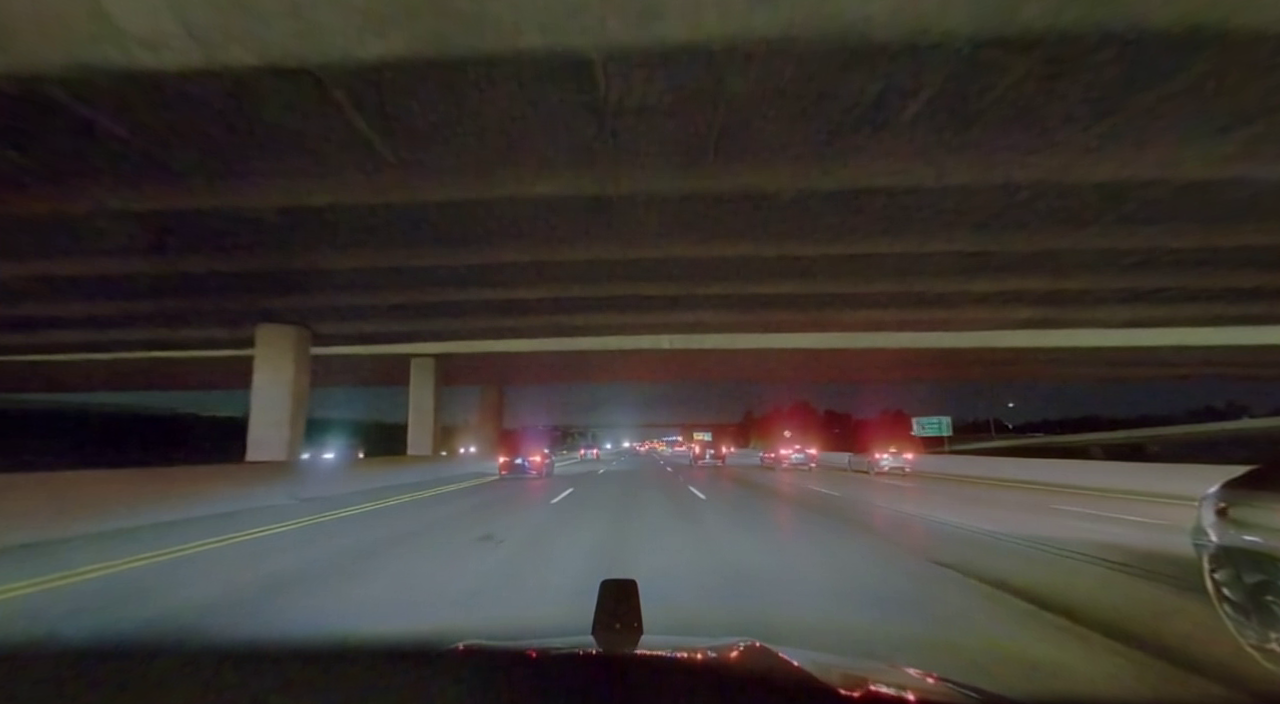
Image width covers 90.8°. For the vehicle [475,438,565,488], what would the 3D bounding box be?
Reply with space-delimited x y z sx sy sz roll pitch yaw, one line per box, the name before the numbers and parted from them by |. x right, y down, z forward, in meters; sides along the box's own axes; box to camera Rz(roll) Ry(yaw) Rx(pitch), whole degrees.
vehicle | -3.902 3.669 21.338 1.997 1.476 4.703 0 -8 2

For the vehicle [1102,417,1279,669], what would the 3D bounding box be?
vehicle | 4.731 1.016 2.957 1.989 1.472 4.322 0 -8 3

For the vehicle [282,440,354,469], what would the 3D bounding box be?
vehicle | -18.878 6.000 37.258 2.124 1.591 4.419 0 -8 -3

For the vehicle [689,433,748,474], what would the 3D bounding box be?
vehicle | 3.514 4.652 29.113 2.072 1.761 4.242 0 -8 -2
